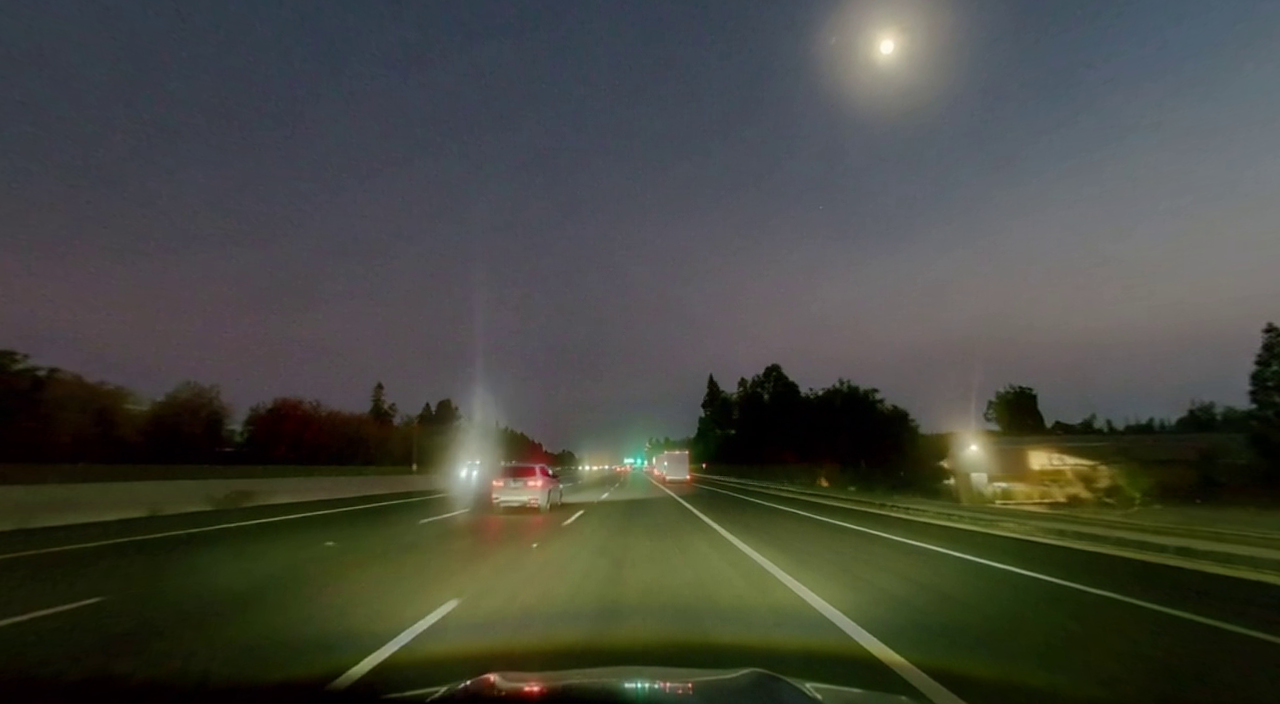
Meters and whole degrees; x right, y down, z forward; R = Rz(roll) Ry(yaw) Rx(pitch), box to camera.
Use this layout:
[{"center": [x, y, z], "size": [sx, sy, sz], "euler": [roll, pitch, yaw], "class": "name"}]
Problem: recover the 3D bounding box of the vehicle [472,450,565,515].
[{"center": [-3.816, 4.237, 20.713], "size": [2.036, 1.835, 4.888], "euler": [1, -10, 0], "class": "vehicle"}]
